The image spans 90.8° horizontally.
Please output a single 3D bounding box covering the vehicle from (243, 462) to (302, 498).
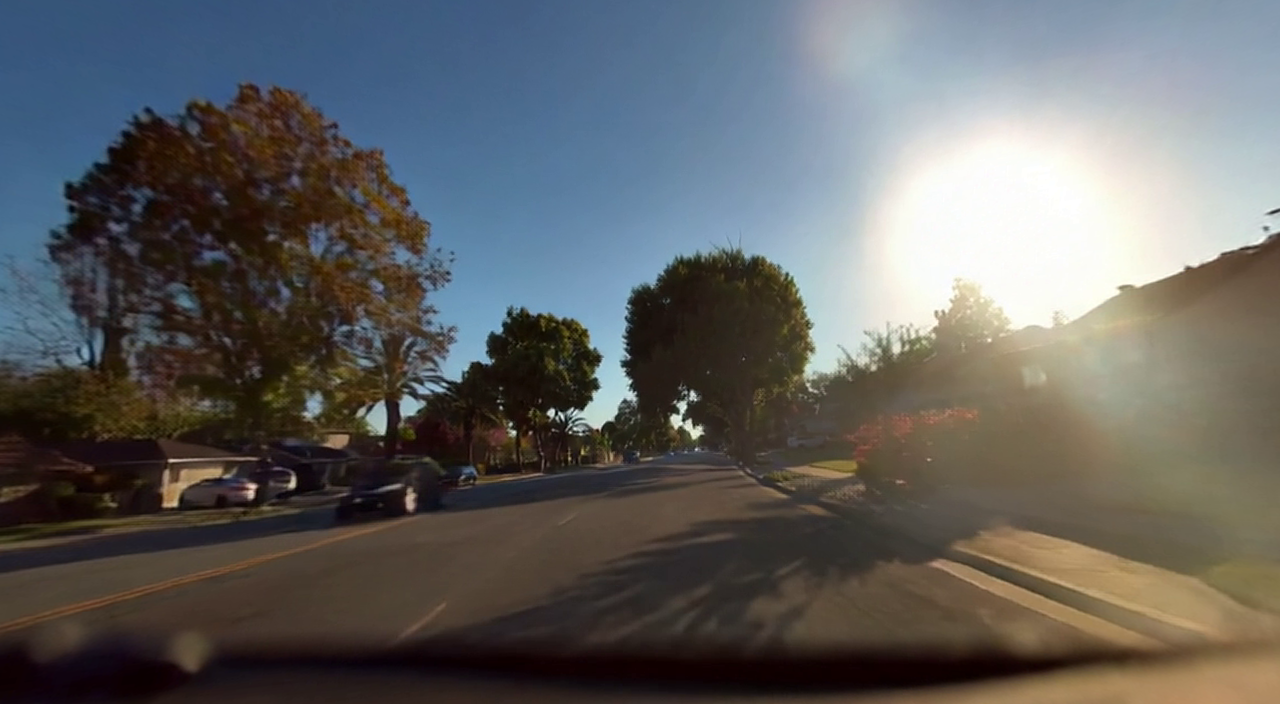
[{"bbox_3d":[-21.589,7.482,37.304,2.075,1.846,4.684,3,-9,-19],"label":"vehicle"}]

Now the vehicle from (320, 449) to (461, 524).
[{"bbox_3d":[-6.486,3.482,16.976,1.746,1.503,4.400,-8,-9,2],"label":"vehicle"}]

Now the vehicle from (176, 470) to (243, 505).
[{"bbox_3d":[-22.004,6.863,32.212,4.461,1.477,1.862,-8,-12,44],"label":"vehicle"}]
